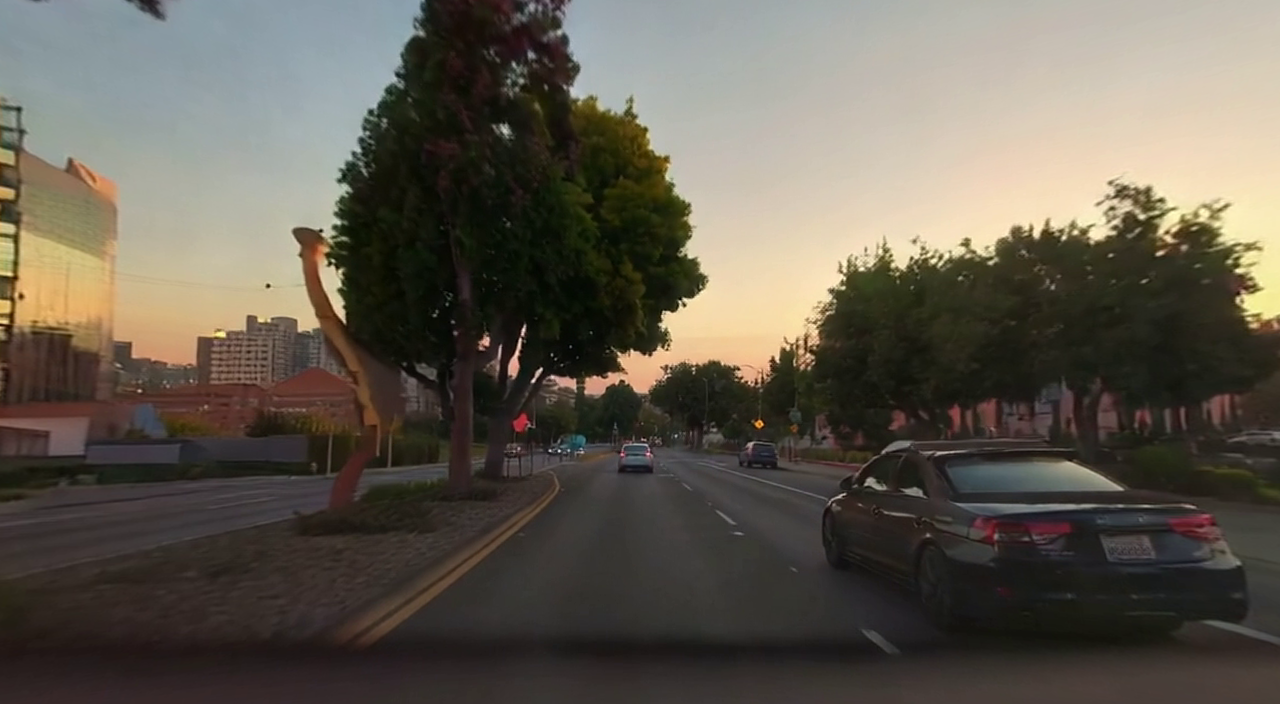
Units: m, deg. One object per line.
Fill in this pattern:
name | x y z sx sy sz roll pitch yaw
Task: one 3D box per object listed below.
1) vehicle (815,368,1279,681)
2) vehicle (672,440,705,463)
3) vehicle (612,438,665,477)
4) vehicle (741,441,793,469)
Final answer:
vehicle | 3.126 1.248 5.586 1.949 1.723 4.020 0 -9 0
vehicle | 3.360 7.002 44.587 1.910 1.474 4.003 0 -9 -1
vehicle | -0.096 4.282 25.822 2.006 1.487 3.535 0 -9 -1
vehicle | 7.339 5.972 36.890 1.936 1.516 4.579 0 -9 -2
